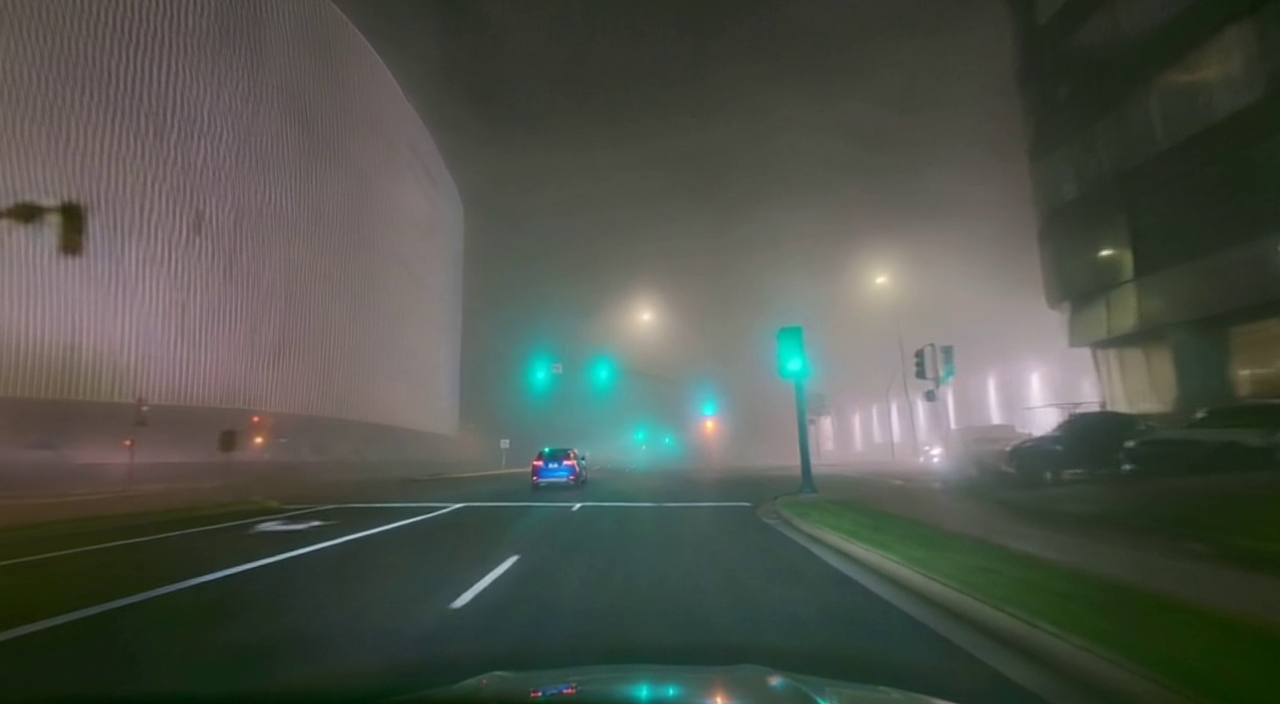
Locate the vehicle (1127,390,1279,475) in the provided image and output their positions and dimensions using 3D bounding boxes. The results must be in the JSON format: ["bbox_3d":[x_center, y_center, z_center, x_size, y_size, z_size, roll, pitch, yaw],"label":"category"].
[{"bbox_3d":[12.346,1.581,12.258,4.002,1.489,2.028,0,-9,-1],"label":"vehicle"}]

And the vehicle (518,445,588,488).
[{"bbox_3d":[-3.248,4.398,24.499,1.971,1.486,4.380,0,-9,2],"label":"vehicle"}]

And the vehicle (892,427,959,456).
[{"bbox_3d":[16.735,5.298,37.134,1.851,1.594,4.324,0,-9,-1],"label":"vehicle"}]
